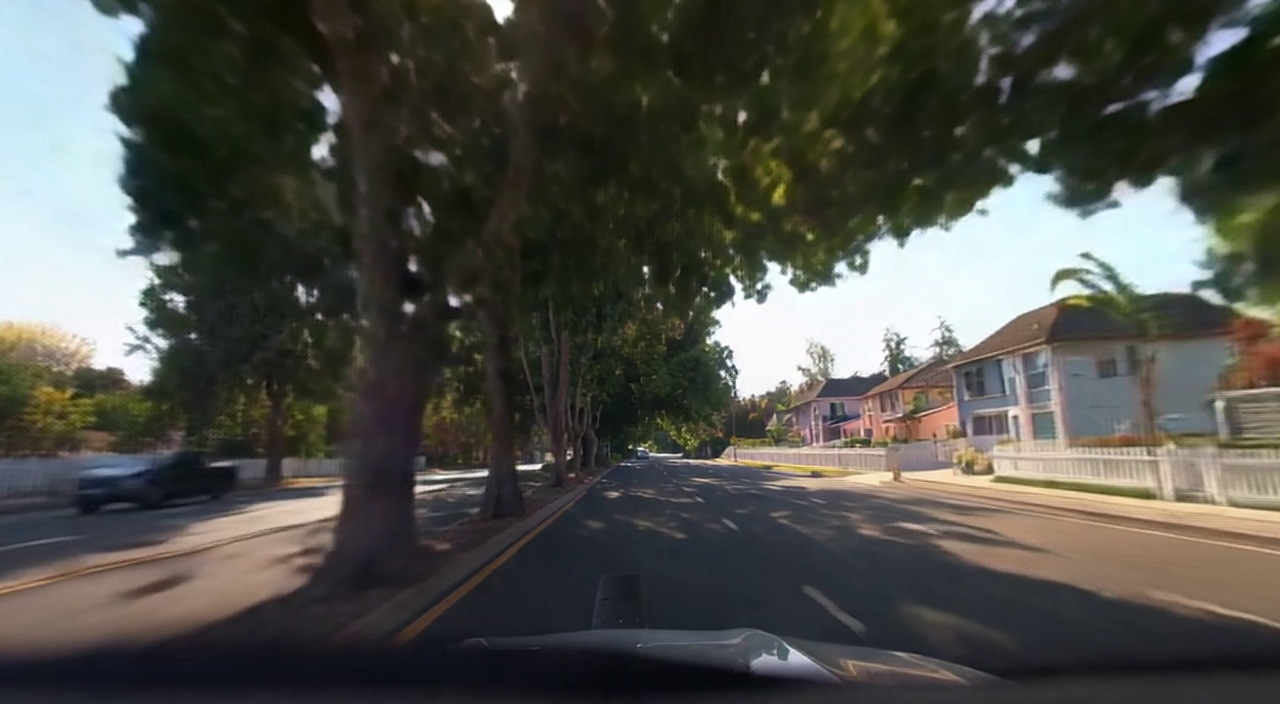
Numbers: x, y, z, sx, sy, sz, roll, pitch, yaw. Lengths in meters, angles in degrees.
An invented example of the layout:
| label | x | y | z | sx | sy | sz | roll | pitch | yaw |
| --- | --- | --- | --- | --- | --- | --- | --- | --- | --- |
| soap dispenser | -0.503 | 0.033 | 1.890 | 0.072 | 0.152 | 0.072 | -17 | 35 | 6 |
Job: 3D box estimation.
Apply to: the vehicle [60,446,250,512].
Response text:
| label | x | y | z | sx | sy | sz | roll | pitch | yaw |
| --- | --- | --- | --- | --- | --- | --- | --- | --- | --- |
| vehicle | -14.348 | 3.730 | 19.142 | 1.919 | 1.700 | 4.685 | 0 | -8 | 1 |
